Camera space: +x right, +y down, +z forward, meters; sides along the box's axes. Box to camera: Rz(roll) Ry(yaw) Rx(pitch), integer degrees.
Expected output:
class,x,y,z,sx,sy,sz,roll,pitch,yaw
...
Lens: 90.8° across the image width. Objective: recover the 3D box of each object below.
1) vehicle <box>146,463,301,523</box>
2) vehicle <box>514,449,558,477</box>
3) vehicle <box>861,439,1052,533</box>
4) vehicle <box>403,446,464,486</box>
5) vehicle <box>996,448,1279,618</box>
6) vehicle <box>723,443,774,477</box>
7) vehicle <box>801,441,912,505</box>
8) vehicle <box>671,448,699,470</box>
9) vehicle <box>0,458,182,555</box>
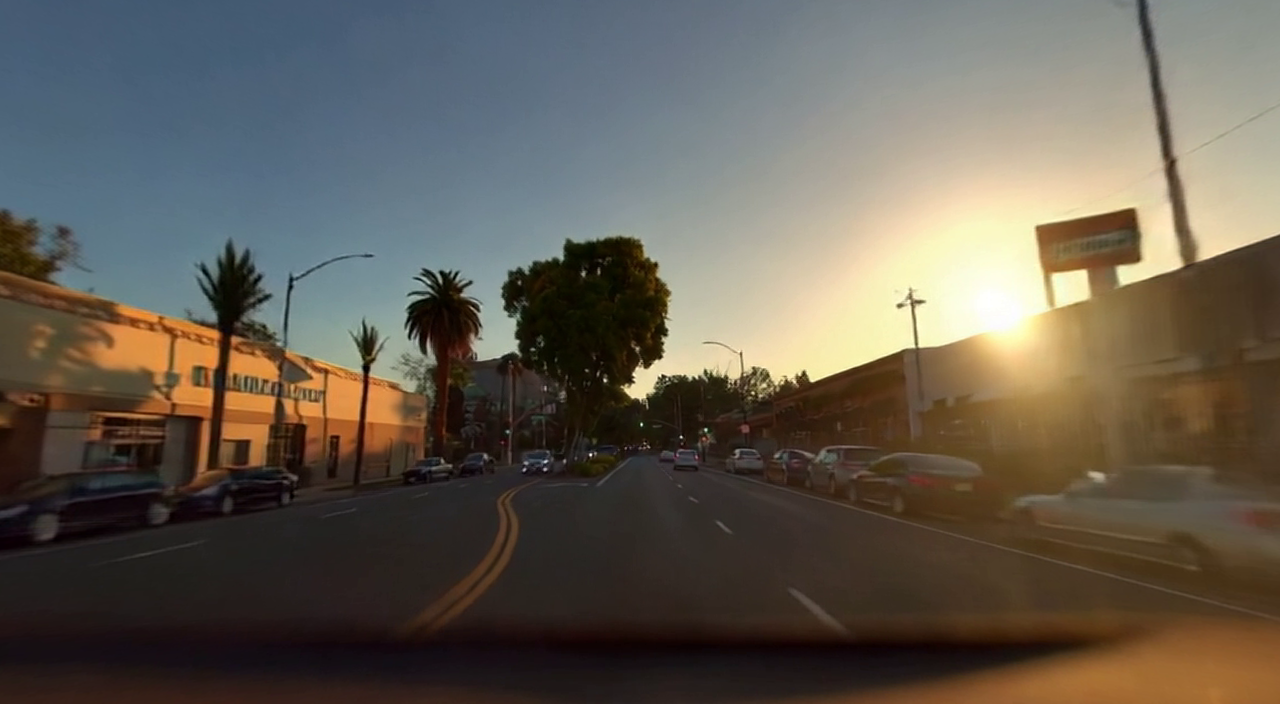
class,x,y,z,sx,sy,sz,roll,pitch,yaw
vehicle,-12.649,4.275,19.629,1.838,1.515,4.432,0,-9,-1
vehicle,-6.201,6.654,38.149,2.010,1.538,3.871,0,-9,0
vehicle,6.577,2.788,13.809,1.861,1.695,4.283,0,-9,-1
vehicle,-12.510,7.052,38.606,2.217,1.976,4.738,-1,-15,-2
vehicle,6.650,1.947,7.728,1.831,1.504,4.498,0,-9,-2
vehicle,6.560,6.591,38.841,2.128,1.887,5.602,0,-9,0
vehicle,6.568,3.697,19.753,1.846,1.739,4.525,0,-9,0
vehicle,3.239,7.798,46.107,1.896,1.501,3.625,0,-9,1
vehicle,-12.655,3.296,13.500,1.975,1.570,5.265,-8,-7,-3
